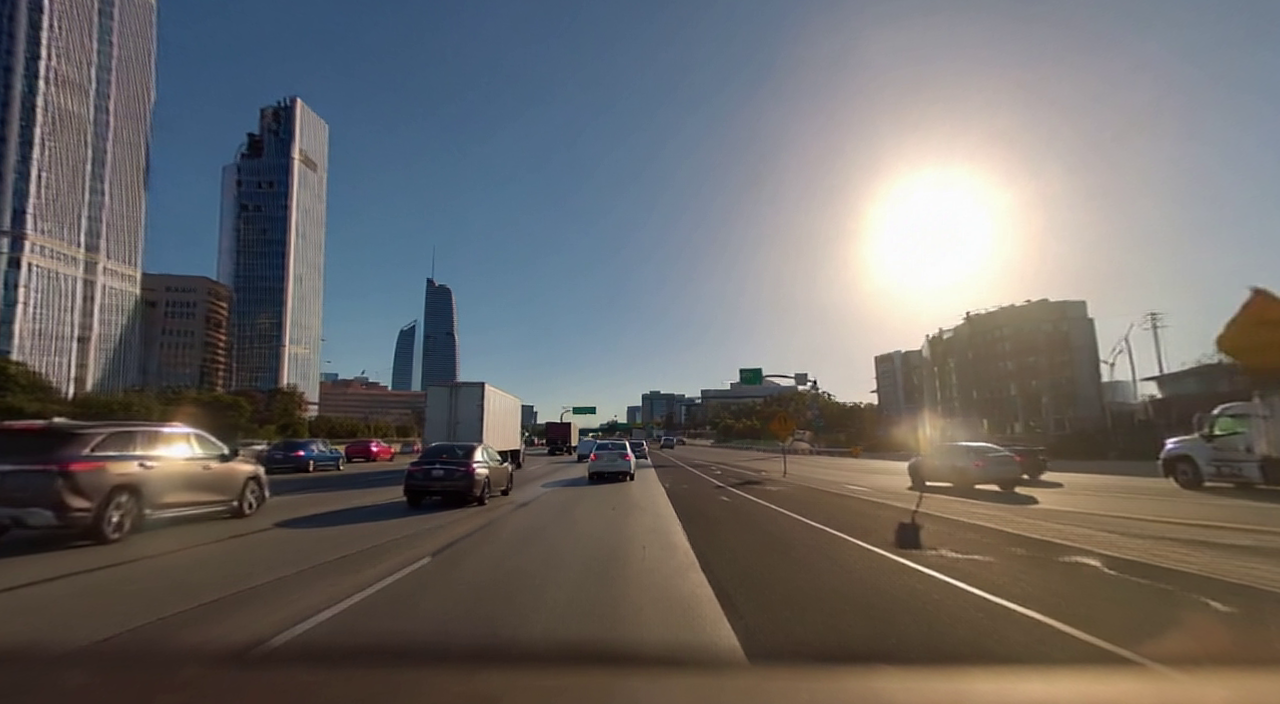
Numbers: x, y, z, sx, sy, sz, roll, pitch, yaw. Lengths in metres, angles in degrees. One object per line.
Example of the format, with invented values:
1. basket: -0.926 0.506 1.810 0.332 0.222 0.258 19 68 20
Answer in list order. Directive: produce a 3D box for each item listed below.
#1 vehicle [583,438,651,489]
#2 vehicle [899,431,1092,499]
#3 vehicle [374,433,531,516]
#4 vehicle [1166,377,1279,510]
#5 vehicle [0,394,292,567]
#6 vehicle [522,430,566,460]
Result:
1. vehicle: -0.663 3.589 20.620 1.991 1.488 3.922 0 -9 0
2. vehicle: 11.913 3.814 21.740 2.415 1.972 5.572 3 -9 -17
3. vehicle: -3.857 2.594 13.853 2.016 1.497 4.235 0 -9 2
4. vehicle: 21.313 2.540 17.497 3.015 3.855 9.519 7 -11 -38
5. vehicle: -7.548 1.718 9.138 2.190 1.821 4.800 0 -9 0
6. vehicle: -7.020 6.894 46.819 2.339 2.059 5.359 0 -9 1
